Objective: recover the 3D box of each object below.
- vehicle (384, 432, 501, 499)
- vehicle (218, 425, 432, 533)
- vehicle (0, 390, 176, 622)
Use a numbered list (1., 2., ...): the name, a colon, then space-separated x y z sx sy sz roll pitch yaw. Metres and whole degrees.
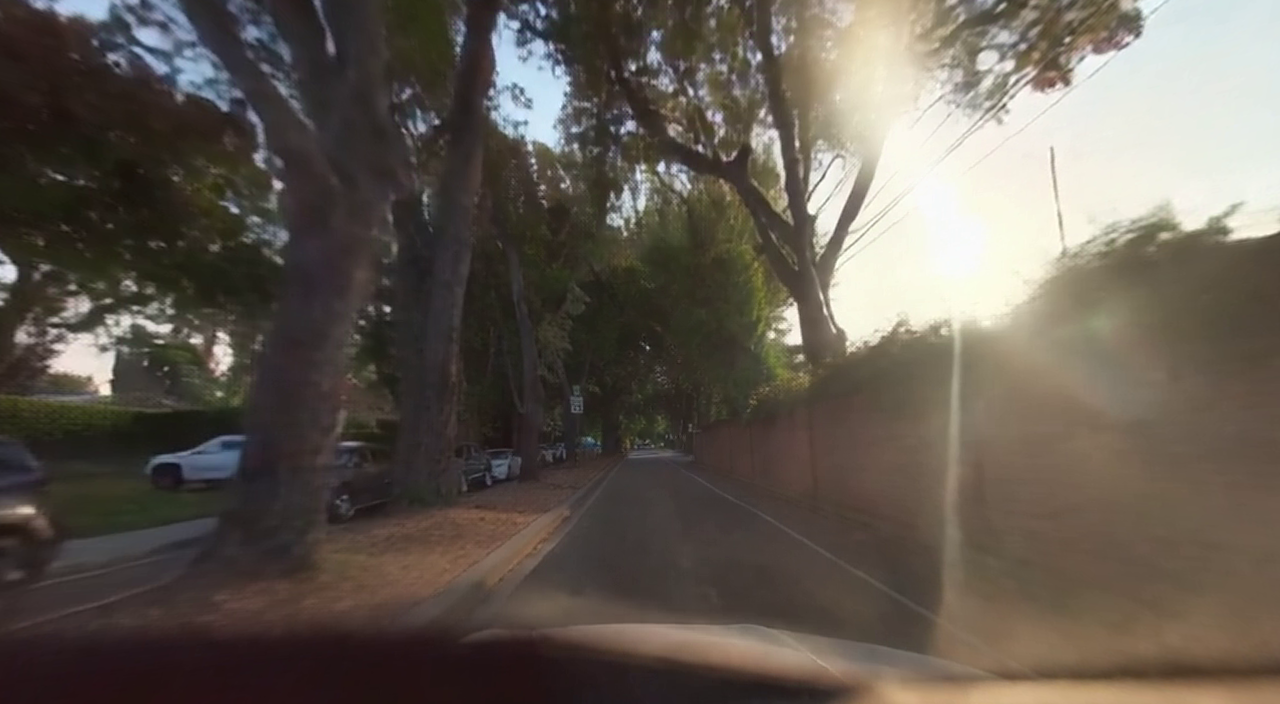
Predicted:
1. vehicle: -6.138 3.546 20.379 1.976 1.805 5.123 1 -8 1
2. vehicle: -6.325 2.555 13.516 2.009 1.820 4.821 1 -8 1
3. vehicle: -6.185 1.102 4.112 2.109 1.847 5.553 0 -8 0
